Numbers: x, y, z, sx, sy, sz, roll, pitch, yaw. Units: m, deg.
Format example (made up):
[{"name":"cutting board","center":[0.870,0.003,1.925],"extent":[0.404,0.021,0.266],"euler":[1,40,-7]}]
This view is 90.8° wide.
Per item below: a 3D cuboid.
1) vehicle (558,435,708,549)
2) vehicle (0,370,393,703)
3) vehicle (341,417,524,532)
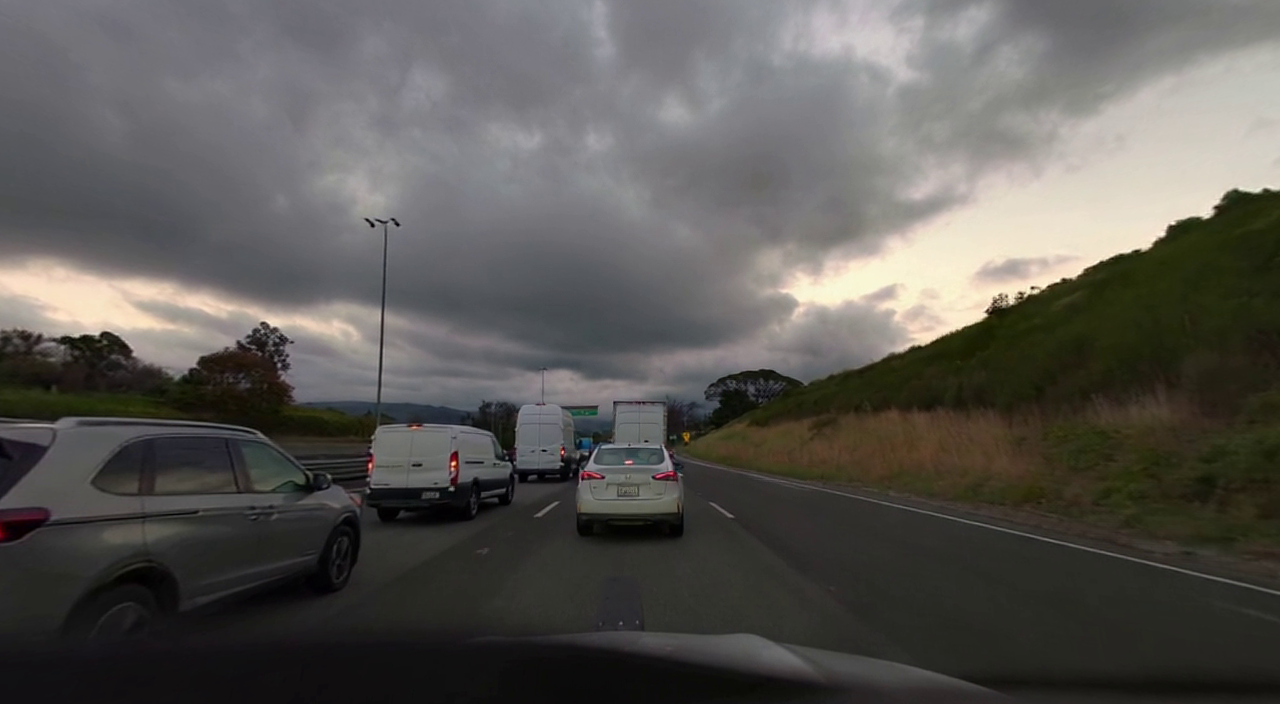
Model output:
[{"name":"vehicle","center":[-0.095,2.137,10.175],"extent":[1.995,1.495,3.380],"euler":[0,-9,0]},{"name":"vehicle","center":[-3.665,1.208,4.452],"extent":[2.029,1.656,4.437],"euler":[0,-9,0]},{"name":"vehicle","center":[-3.930,2.422,12.990],"extent":[2.055,1.913,4.584],"euler":[-1,-9,2]}]
